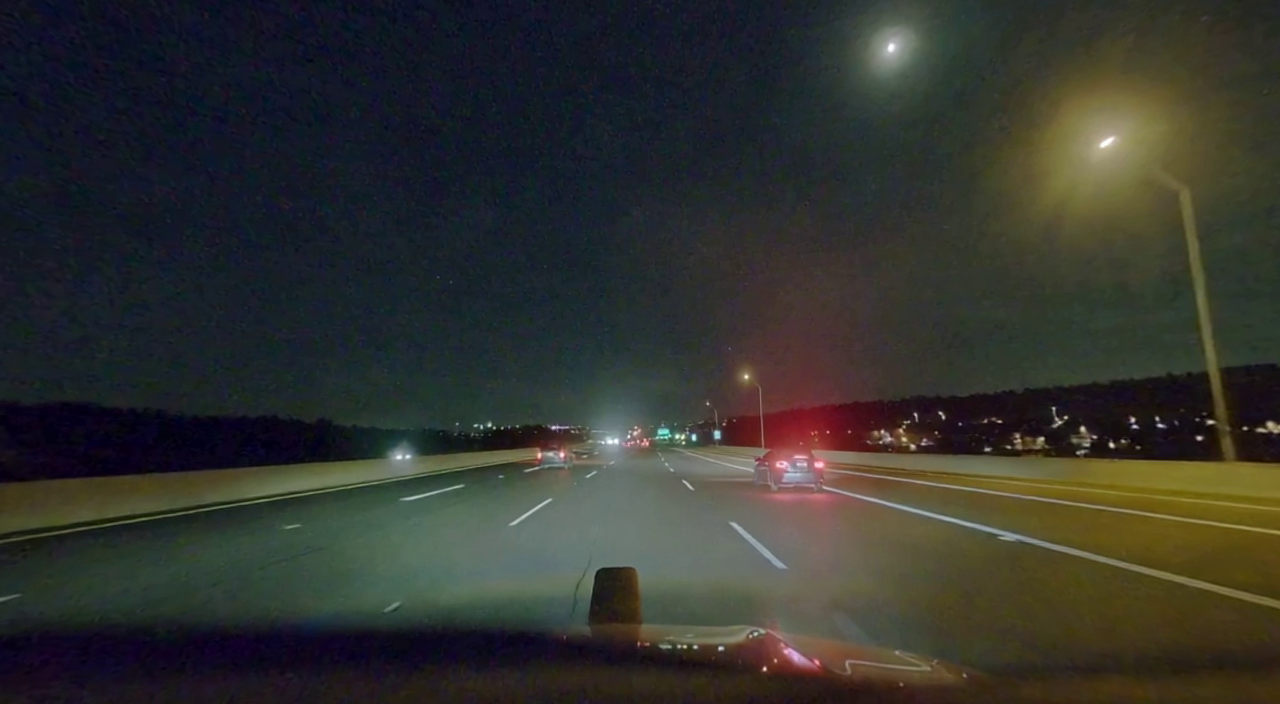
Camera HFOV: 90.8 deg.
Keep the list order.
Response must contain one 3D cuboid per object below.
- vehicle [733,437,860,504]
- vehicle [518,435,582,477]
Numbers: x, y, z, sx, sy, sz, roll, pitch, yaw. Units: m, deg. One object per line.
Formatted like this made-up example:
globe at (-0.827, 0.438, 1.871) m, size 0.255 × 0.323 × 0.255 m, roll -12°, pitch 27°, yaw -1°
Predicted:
vehicle at (3.836, 2.972, 16.342) m, size 2.060 × 1.485 × 4.274 m, roll 0°, pitch -8°, yaw -2°
vehicle at (-3.754, 4.444, 27.205) m, size 2.048 × 1.618 × 4.424 m, roll 0°, pitch -8°, yaw 1°
